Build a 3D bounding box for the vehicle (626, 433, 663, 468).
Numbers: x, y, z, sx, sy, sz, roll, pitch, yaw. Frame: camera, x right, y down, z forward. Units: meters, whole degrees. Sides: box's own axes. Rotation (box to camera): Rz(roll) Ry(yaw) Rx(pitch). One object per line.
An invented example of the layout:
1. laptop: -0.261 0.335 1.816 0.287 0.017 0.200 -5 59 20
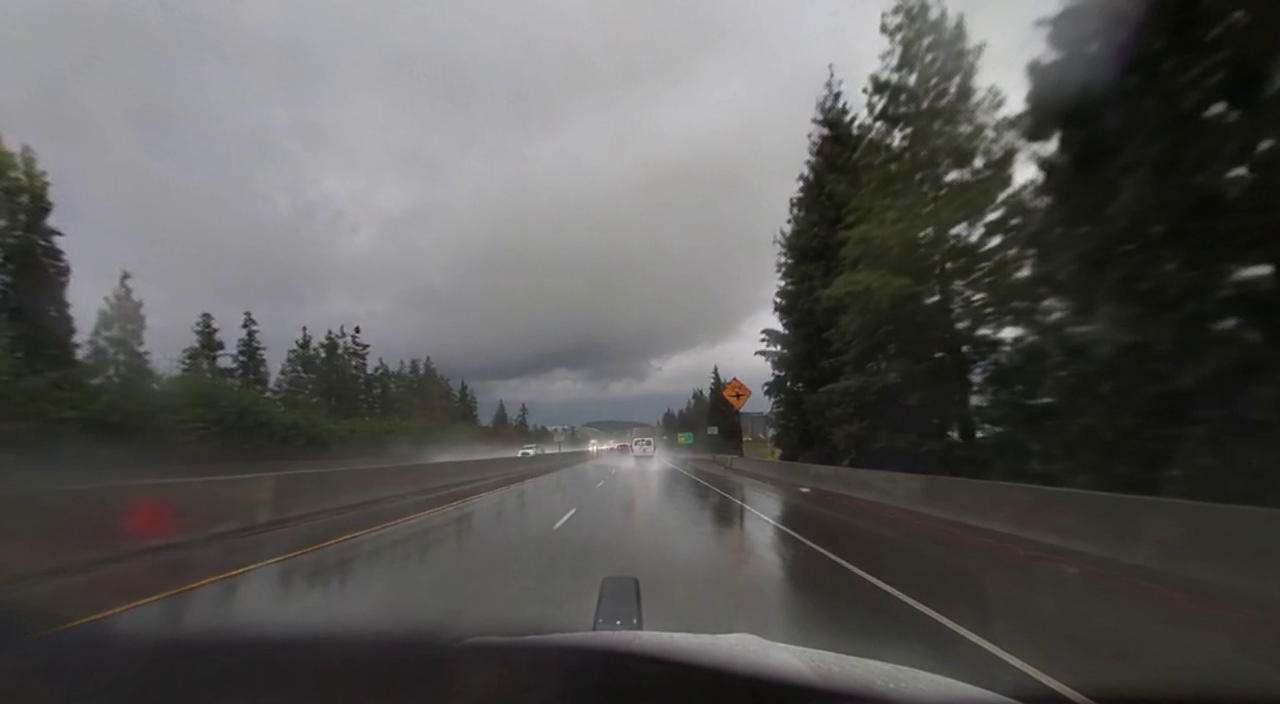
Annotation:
1. vehicle: 0.302 6.383 40.711 2.268 2.122 4.595 -1 -9 1
